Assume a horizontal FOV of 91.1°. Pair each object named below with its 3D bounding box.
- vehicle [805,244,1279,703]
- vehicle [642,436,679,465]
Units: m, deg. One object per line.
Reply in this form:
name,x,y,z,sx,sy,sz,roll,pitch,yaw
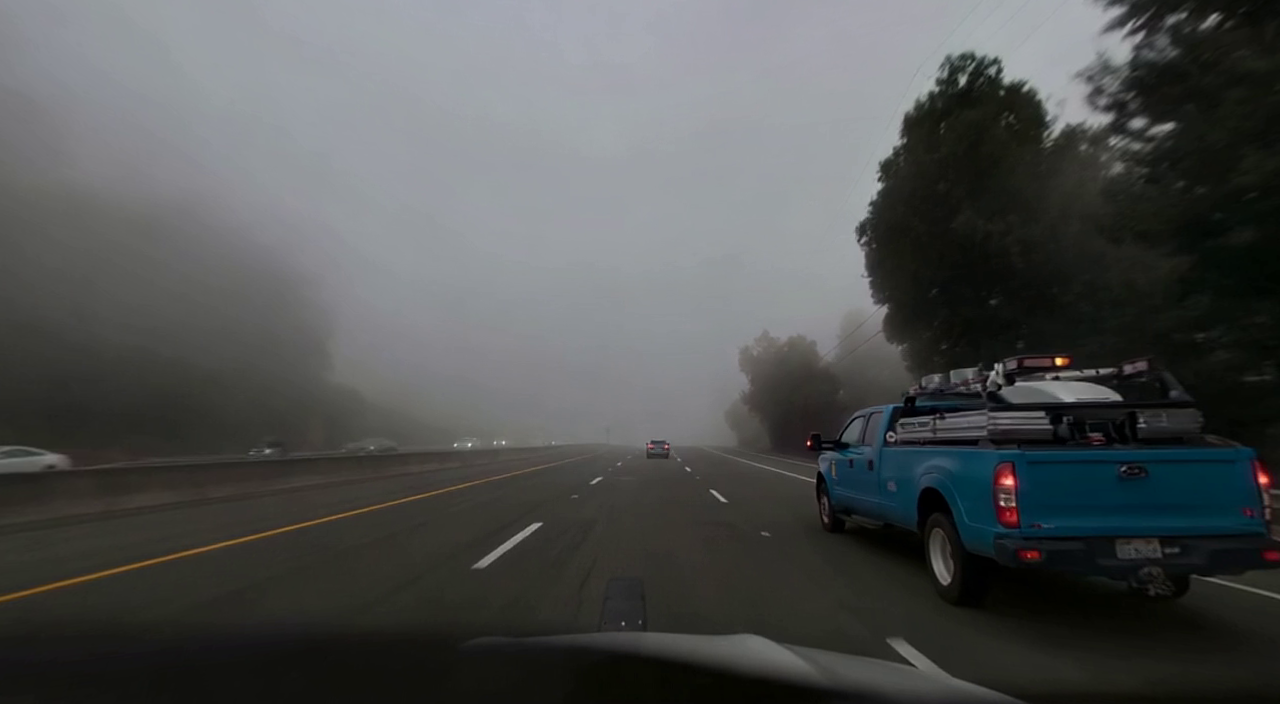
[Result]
vehicle,3.673,1.076,5.872,2.538,2.228,6.370,0,-9,0
vehicle,1.143,5.750,36.677,2.034,1.549,4.147,0,-9,1
